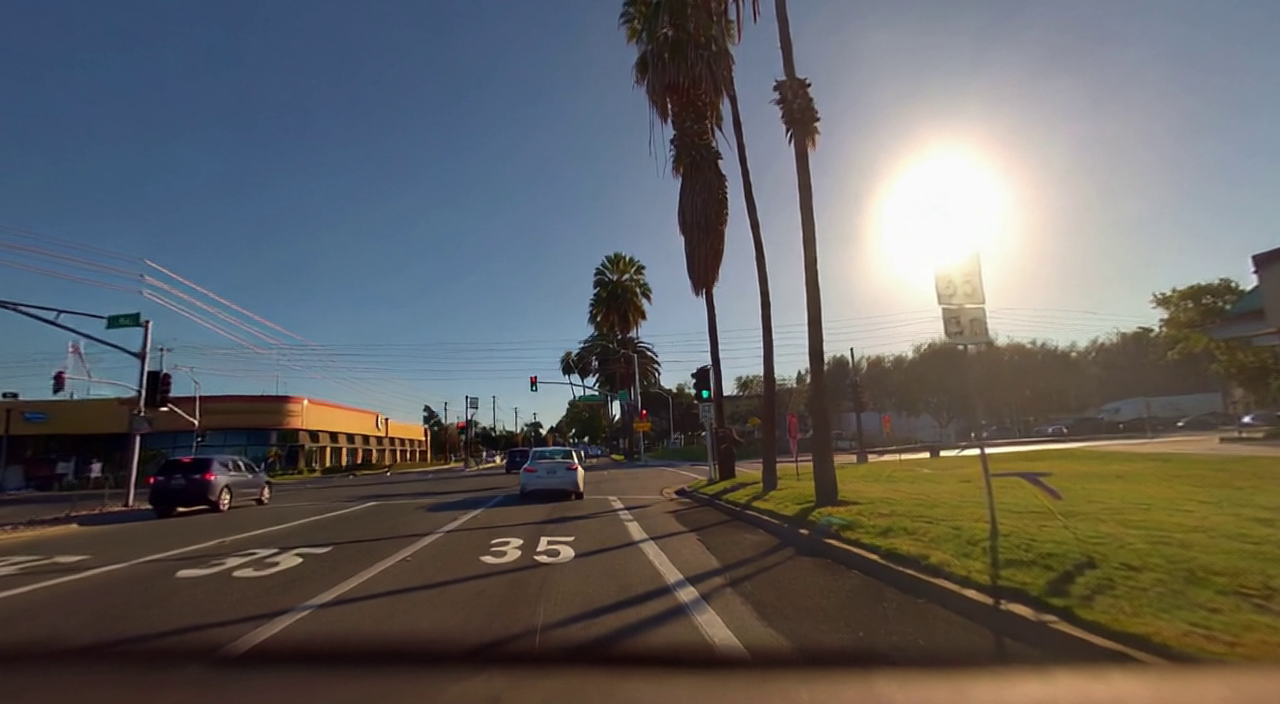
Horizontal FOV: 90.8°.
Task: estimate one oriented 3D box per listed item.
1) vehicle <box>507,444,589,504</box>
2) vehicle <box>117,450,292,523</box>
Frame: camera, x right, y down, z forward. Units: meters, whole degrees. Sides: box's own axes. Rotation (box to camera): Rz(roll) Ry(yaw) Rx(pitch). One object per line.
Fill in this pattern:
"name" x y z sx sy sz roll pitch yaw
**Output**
"vehicle" -2.565 3.466 18.337 2.063 1.474 4.334 0 -9 -6
"vehicle" -12.459 3.827 18.575 2.050 1.811 4.752 0 -9 -5
